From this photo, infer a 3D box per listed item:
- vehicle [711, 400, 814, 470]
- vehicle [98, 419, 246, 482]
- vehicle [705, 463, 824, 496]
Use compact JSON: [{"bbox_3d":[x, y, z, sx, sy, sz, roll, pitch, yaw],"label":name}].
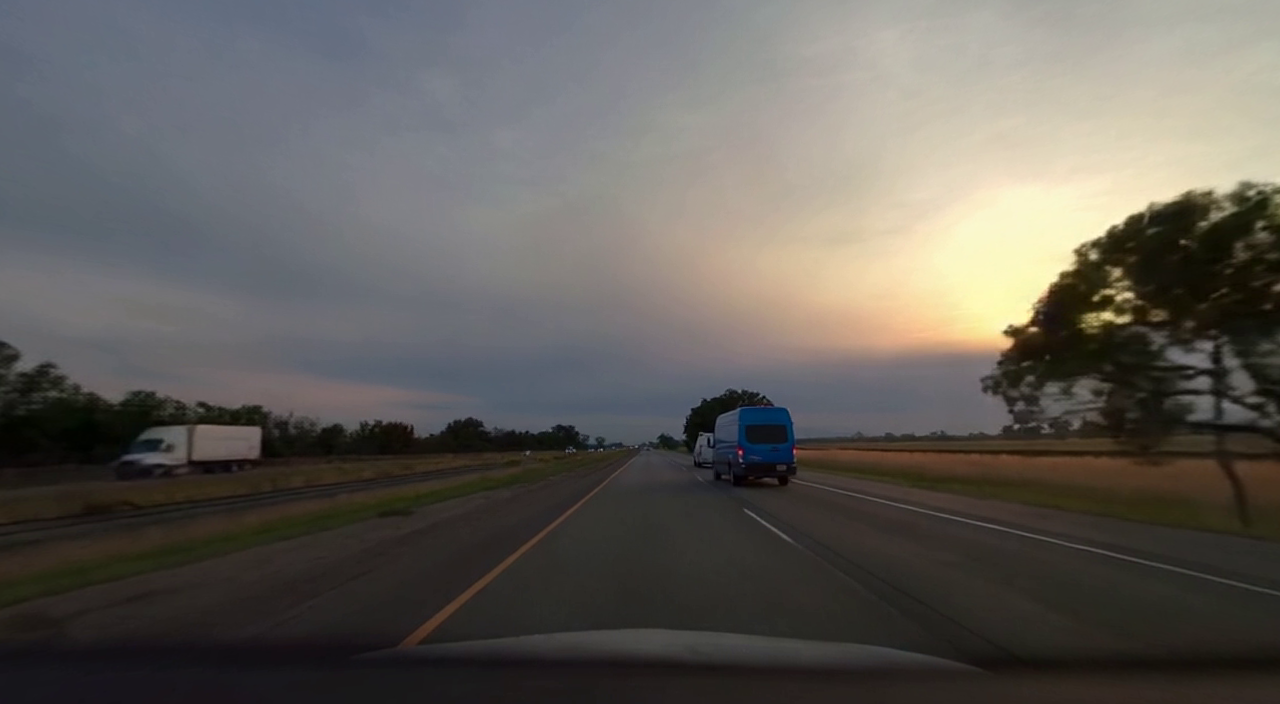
[{"bbox_3d":[3.980,2.929,21.706,2.444,2.053,5.616,0,-9,0],"label":"vehicle"},{"bbox_3d":[-32.357,6.915,44.363,2.897,3.901,9.462,0,-9,1],"label":"vehicle"},{"bbox_3d":[3.965,4.297,21.661,2.702,0.824,6.391,0,-9,-1],"label":"vehicle"}]
